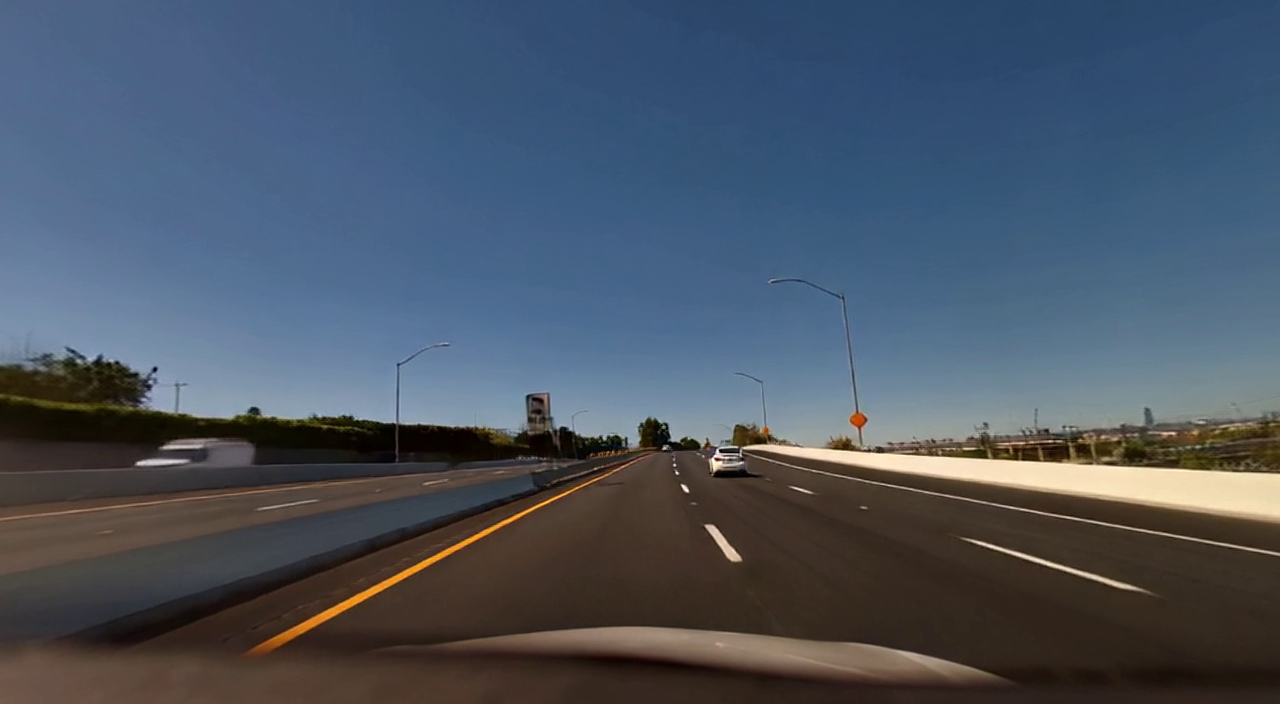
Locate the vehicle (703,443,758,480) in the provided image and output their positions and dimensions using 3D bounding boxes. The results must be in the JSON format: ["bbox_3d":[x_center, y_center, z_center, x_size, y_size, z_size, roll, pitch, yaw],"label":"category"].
[{"bbox_3d":[3.915,4.800,27.928,1.874,1.506,4.116,0,-9,1],"label":"vehicle"}]
